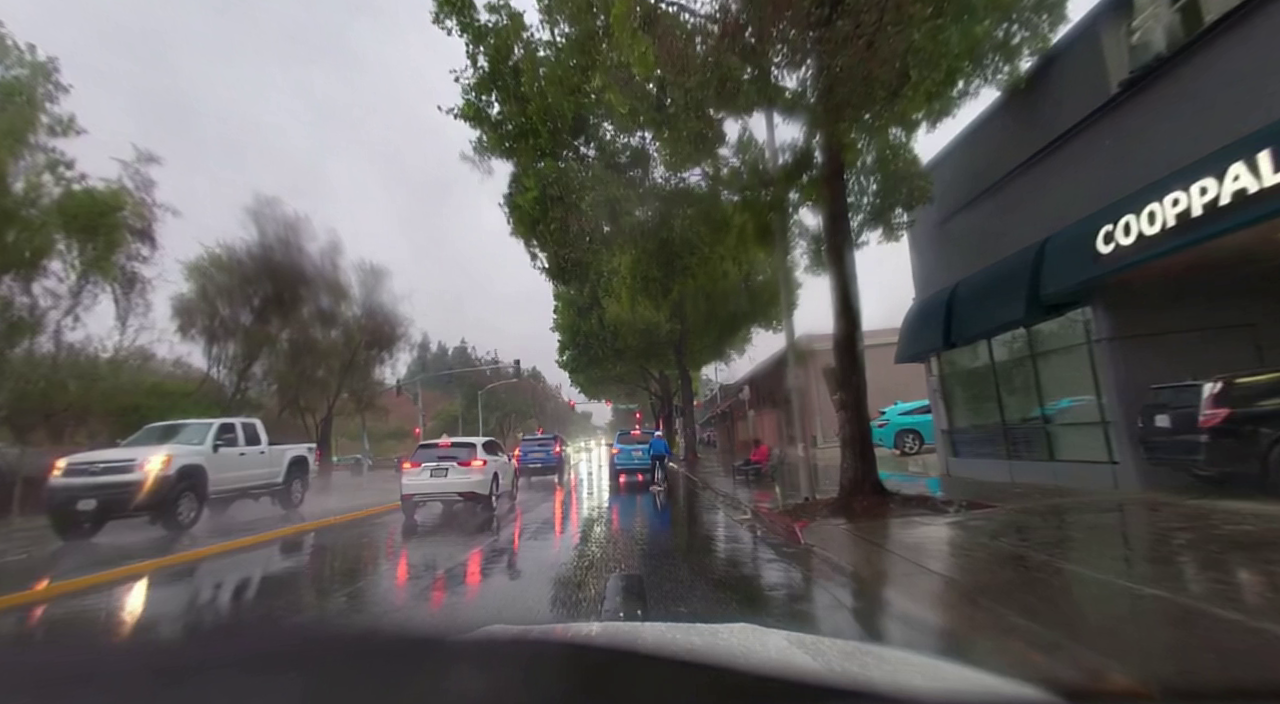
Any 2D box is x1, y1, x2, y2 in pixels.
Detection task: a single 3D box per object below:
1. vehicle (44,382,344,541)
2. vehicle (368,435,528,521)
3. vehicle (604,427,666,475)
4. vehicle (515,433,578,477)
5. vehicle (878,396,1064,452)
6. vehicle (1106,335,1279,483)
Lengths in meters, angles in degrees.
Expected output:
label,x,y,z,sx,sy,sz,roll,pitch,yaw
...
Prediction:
label,x,y,z,sx,sy,sz,roll,pitch,yaw
vehicle,-13.167,3.342,20.022,3.062,3.442,8.771,-9,-9,0
vehicle,-3.712,2.511,13.118,2.064,1.486,4.140,0,-9,-1
vehicle,-0.282,4.321,27.632,2.426,1.882,5.027,0,-9,-2
vehicle,-3.937,4.419,27.275,2.046,1.750,4.452,0,-9,0
vehicle,9.095,2.032,17.500,4.159,1.416,2.049,2,-9,-14
vehicle,8.892,0.777,7.891,4.853,1.528,2.039,1,-9,-10
